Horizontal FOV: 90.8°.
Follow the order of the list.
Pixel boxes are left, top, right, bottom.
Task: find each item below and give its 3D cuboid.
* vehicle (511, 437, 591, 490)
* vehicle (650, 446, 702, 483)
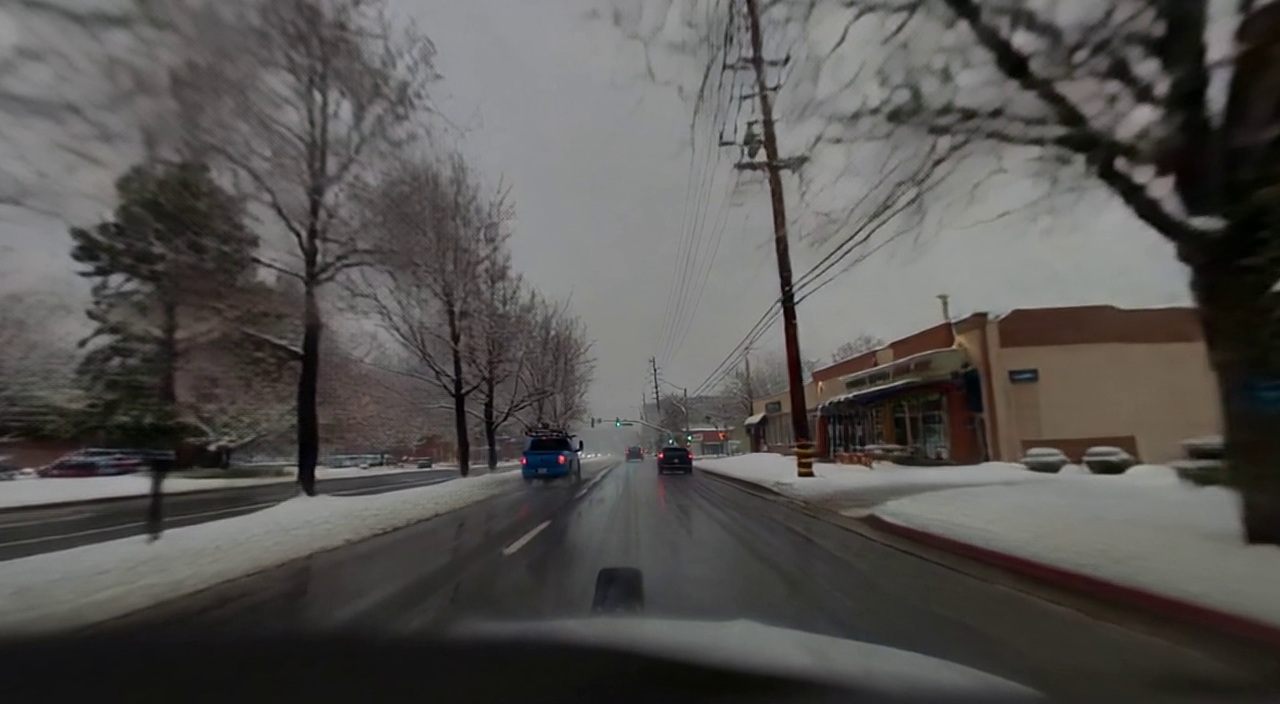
[{"bbox_3d":[-3.294,4.270,24.485,2.464,1.777,5.128,0,-9,-1],"label":"vehicle"},{"bbox_3d":[1.518,5.044,28.560,2.103,1.487,4.101,0,-9,0],"label":"vehicle"}]
